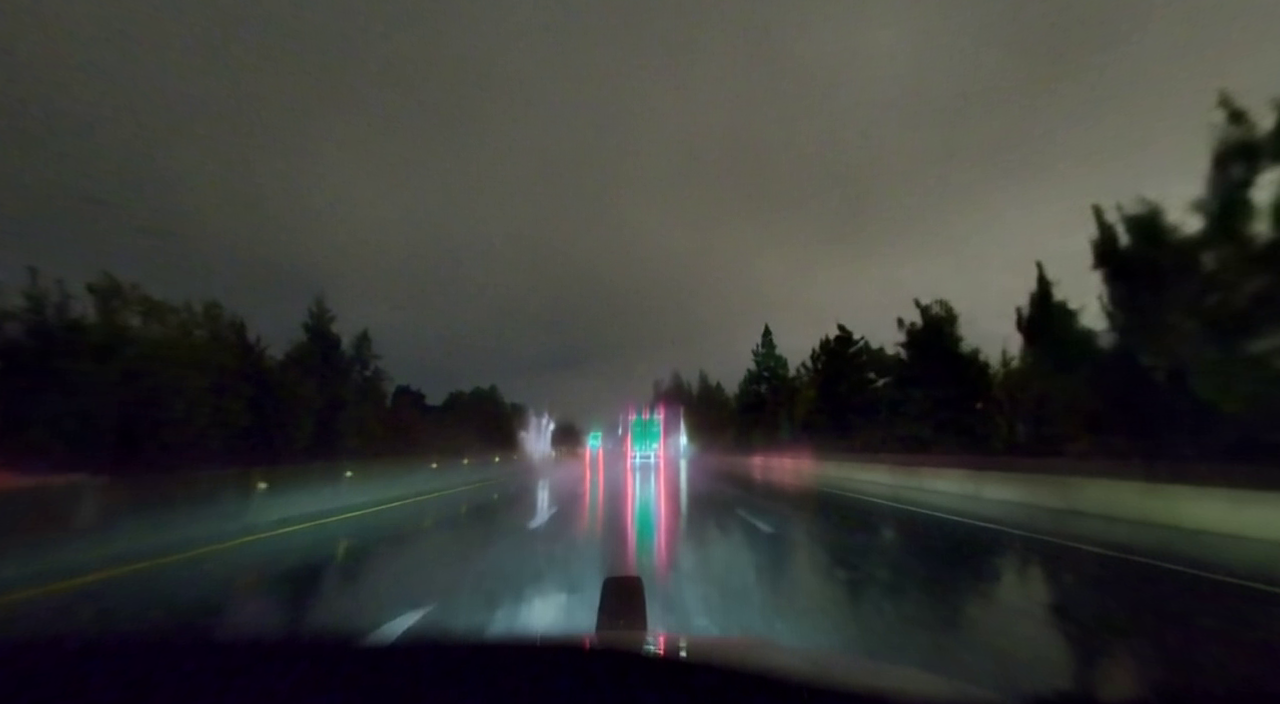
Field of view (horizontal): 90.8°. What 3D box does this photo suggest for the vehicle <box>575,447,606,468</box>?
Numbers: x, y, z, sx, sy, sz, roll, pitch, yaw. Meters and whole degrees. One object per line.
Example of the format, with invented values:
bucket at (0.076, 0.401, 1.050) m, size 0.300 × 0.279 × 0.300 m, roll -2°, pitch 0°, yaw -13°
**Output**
vehicle at (-3.564, 7.682, 46.122) m, size 1.955 × 1.438 × 4.100 m, roll 0°, pitch -9°, yaw -1°
